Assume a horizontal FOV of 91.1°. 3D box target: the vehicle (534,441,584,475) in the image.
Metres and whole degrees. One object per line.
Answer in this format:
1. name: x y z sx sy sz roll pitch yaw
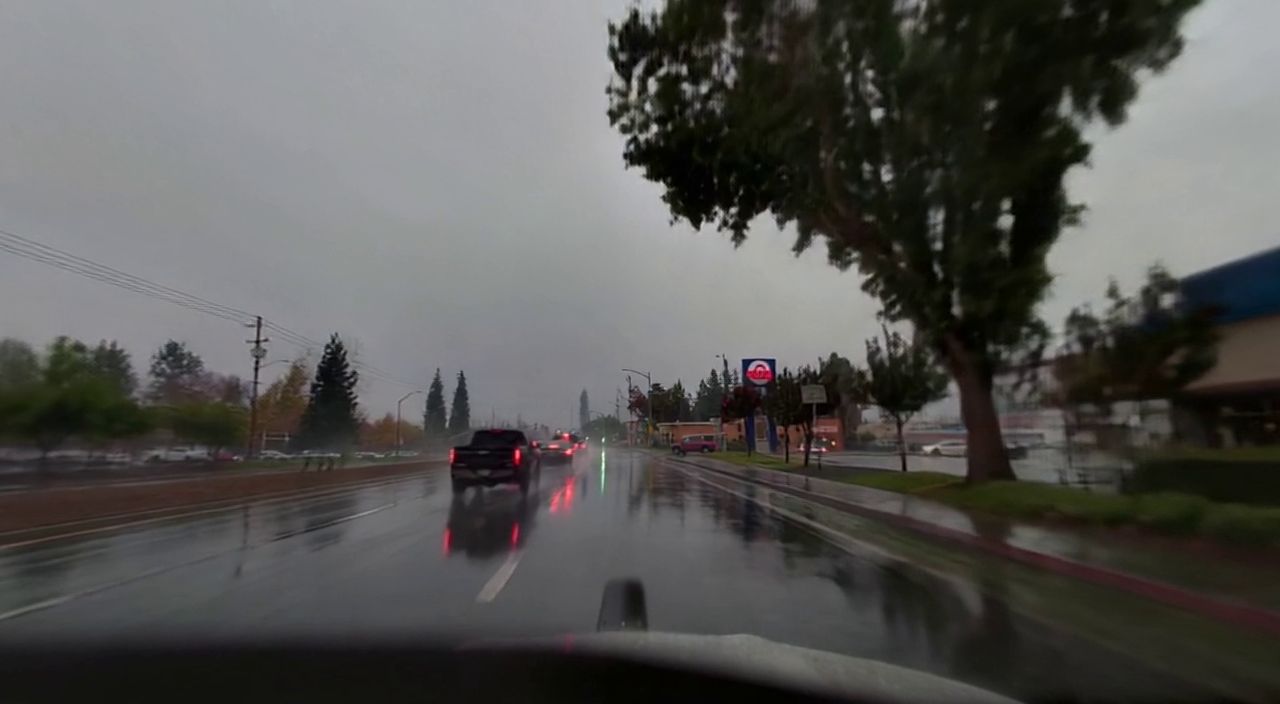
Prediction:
1. vehicle: -3.710 4.876 29.284 2.113 1.446 4.309 1 -8 -5

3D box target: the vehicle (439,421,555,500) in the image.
1. vehicle: -3.836 3.028 17.894 2.222 1.899 5.006 0 -8 -2
